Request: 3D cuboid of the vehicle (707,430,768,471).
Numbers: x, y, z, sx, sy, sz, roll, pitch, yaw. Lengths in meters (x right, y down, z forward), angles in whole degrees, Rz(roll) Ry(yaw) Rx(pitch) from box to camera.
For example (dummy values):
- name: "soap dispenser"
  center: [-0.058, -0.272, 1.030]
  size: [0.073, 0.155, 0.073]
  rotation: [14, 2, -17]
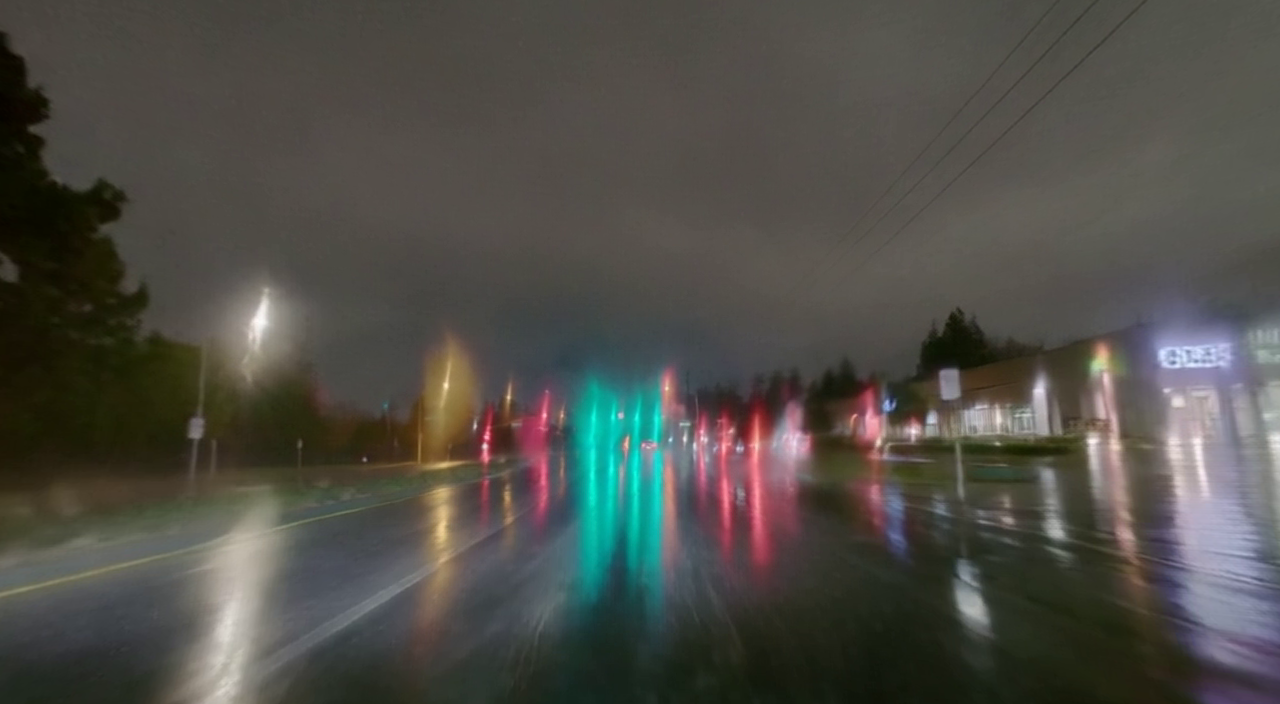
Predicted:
- name: "vehicle"
  center: [5.114, 5.292, 34.114]
  size: [2.476, 2.016, 5.586]
  rotation: [0, -8, 1]
